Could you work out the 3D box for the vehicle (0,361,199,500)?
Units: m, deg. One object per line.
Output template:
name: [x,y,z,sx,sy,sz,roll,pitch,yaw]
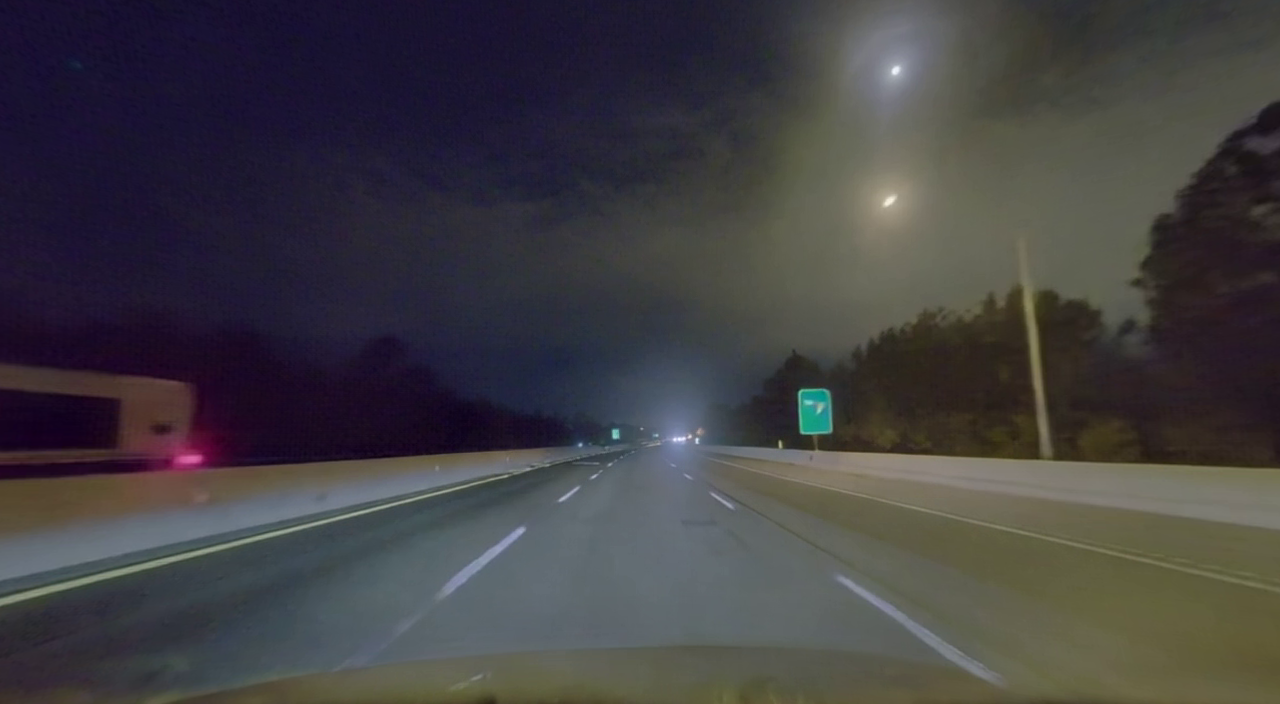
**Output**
vehicle: [-20.510,2.541,20.034,2.876,4.105,13.996,-1,-8,0]
